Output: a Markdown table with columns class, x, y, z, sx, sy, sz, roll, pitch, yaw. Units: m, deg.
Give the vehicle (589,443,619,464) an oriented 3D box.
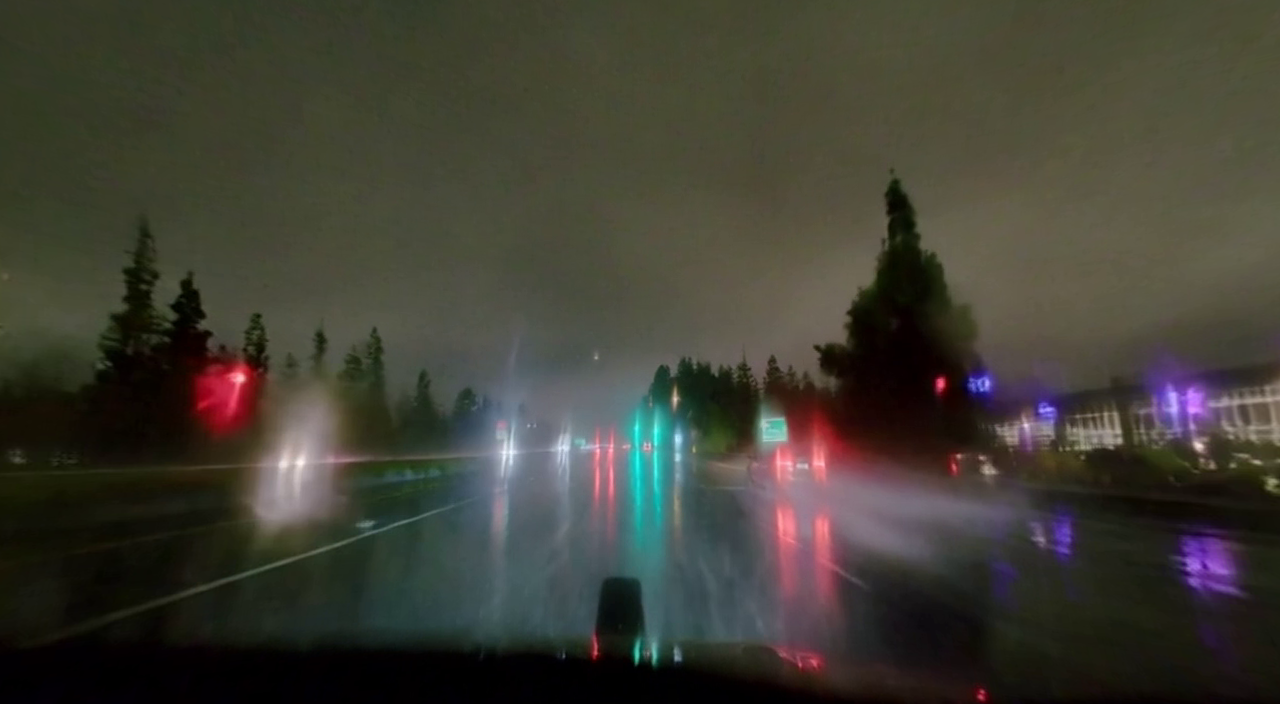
| class | x | y | z | sx | sy | sz | roll | pitch | yaw |
| --- | --- | --- | --- | --- | --- | --- | --- | --- | --- |
| vehicle | -2.757 | 7.909 | 49.267 | 2.015 | 1.557 | 4.229 | 0 | -9 | 0 |
